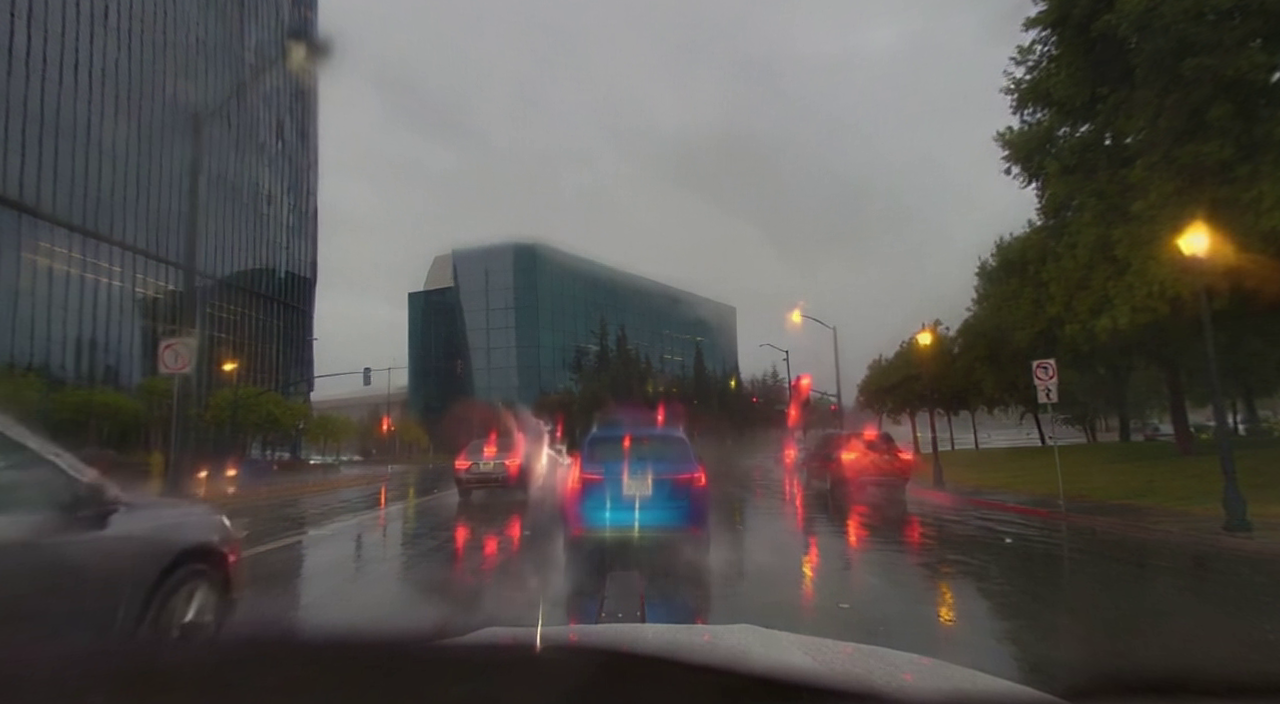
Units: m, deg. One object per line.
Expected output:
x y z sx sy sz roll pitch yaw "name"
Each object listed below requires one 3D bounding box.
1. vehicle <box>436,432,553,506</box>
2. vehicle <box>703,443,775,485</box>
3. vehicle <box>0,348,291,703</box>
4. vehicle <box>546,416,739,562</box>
-3.625 2.989 16.587 2.068 1.678 4.199 0 -8 0 "vehicle"
3.705 4.260 24.457 2.082 1.445 4.426 0 -8 0 "vehicle"
-3.598 0.812 2.325 2.083 1.691 4.398 0 -8 0 "vehicle"
0.008 1.885 9.405 2.207 1.659 4.155 0 -8 0 "vehicle"
